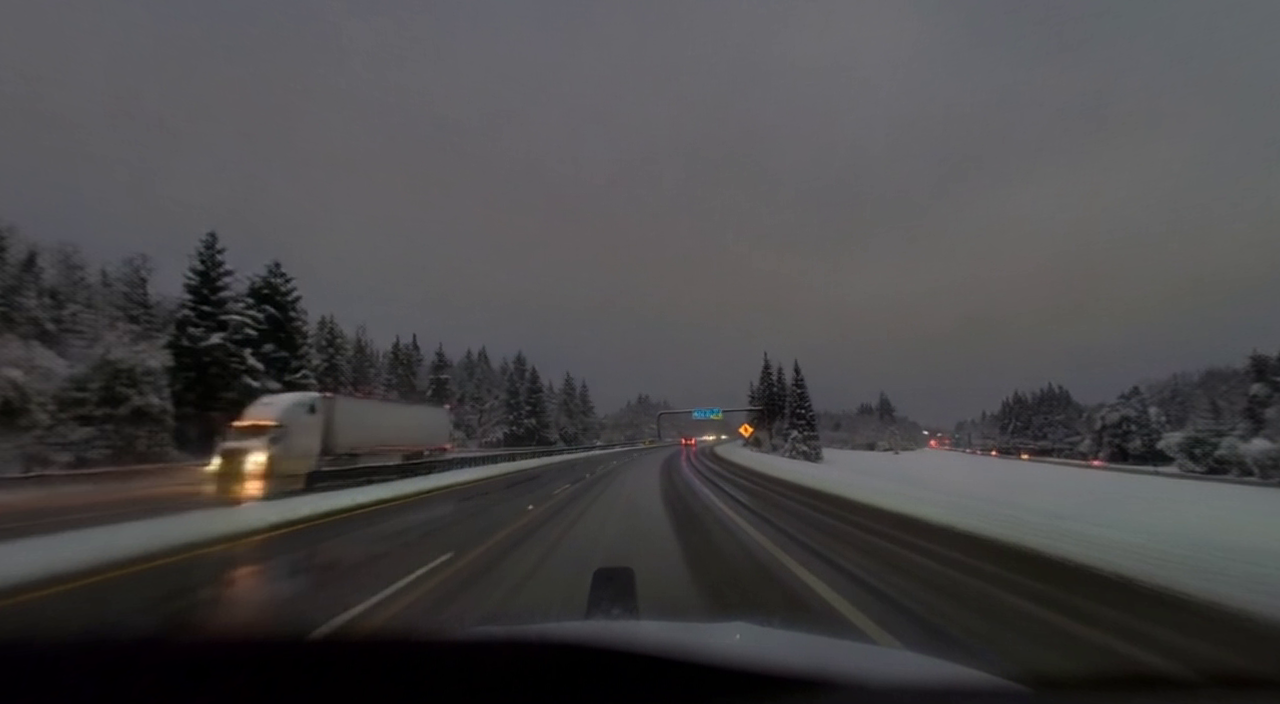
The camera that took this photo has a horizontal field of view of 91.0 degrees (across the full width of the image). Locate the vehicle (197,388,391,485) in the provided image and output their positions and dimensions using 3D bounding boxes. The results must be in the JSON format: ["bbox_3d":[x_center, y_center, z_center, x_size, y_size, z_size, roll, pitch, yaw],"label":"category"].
[{"bbox_3d":[-15.964,4.136,30.591,2.928,3.840,10.839,-1,-8,2],"label":"vehicle"}]
